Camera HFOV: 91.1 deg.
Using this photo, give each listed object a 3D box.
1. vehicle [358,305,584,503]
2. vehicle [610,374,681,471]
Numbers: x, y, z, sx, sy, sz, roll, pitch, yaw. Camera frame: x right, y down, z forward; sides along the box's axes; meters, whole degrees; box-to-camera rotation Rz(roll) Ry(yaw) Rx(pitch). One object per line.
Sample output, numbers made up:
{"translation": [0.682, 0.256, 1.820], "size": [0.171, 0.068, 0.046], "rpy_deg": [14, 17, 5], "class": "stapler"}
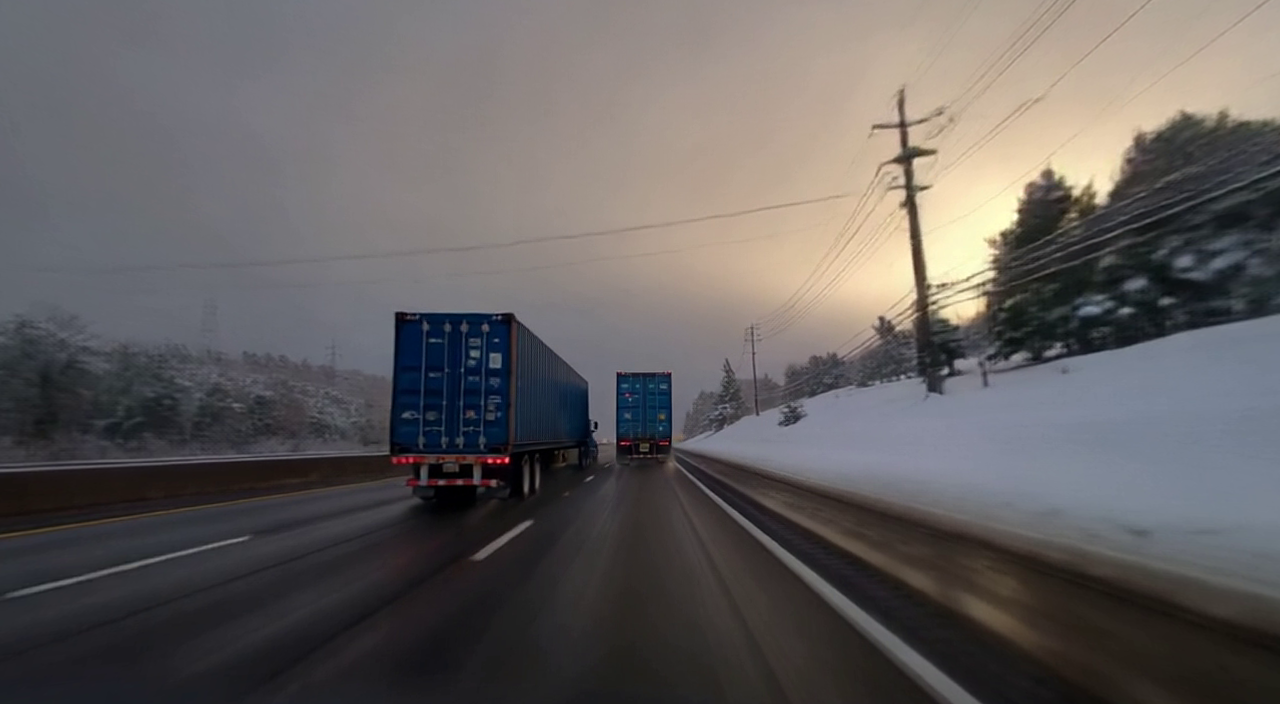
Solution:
{"translation": [-4.078, 2.005, 19.836], "size": [3.065, 4.105, 13.706], "rpy_deg": [0, -8, 1], "class": "vehicle"}
{"translation": [0.112, 3.812, 32.463], "size": [3.006, 4.120, 11.586], "rpy_deg": [0, -8, -1], "class": "vehicle"}
